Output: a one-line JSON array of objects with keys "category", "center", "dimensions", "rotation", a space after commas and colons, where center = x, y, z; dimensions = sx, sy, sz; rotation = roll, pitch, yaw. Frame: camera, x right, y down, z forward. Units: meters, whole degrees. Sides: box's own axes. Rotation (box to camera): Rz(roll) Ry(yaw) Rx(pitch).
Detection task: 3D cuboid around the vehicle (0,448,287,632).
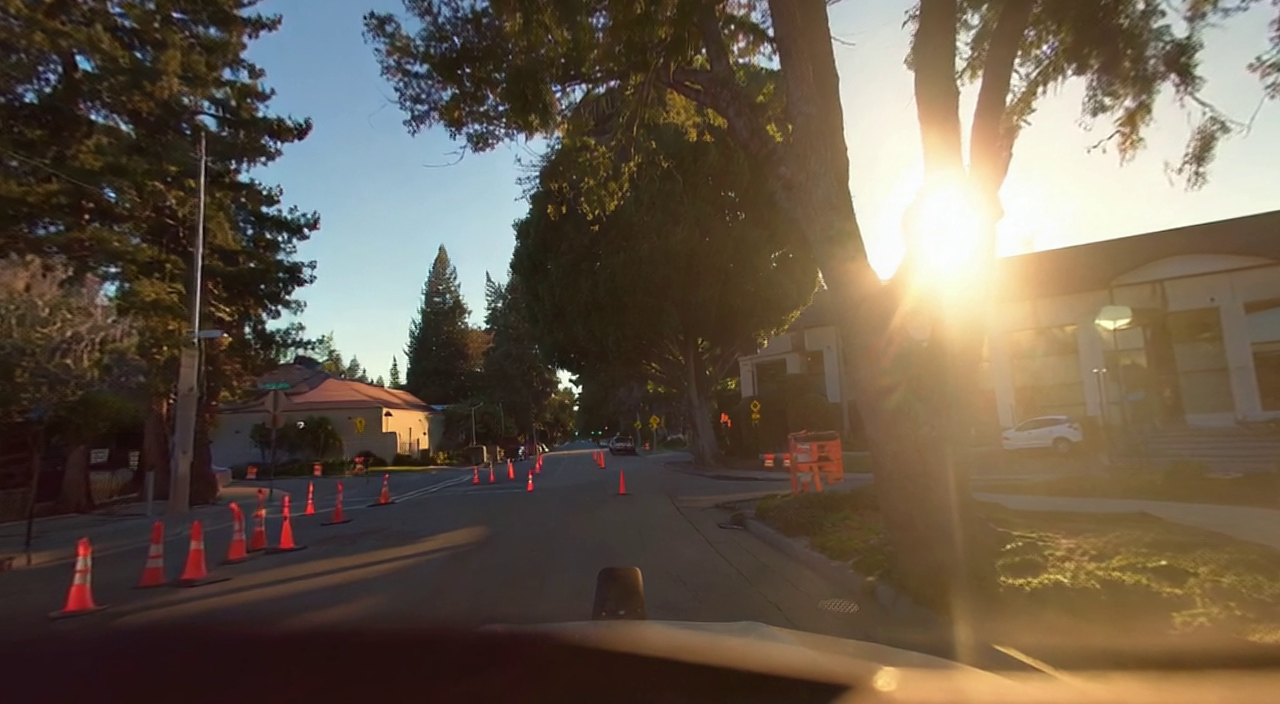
[{"category": "vehicle", "center": [-7.602, 2.001, 7.463], "dimensions": [2.961, 1.701, 7.563], "rotation": [1, -9, -4]}]
